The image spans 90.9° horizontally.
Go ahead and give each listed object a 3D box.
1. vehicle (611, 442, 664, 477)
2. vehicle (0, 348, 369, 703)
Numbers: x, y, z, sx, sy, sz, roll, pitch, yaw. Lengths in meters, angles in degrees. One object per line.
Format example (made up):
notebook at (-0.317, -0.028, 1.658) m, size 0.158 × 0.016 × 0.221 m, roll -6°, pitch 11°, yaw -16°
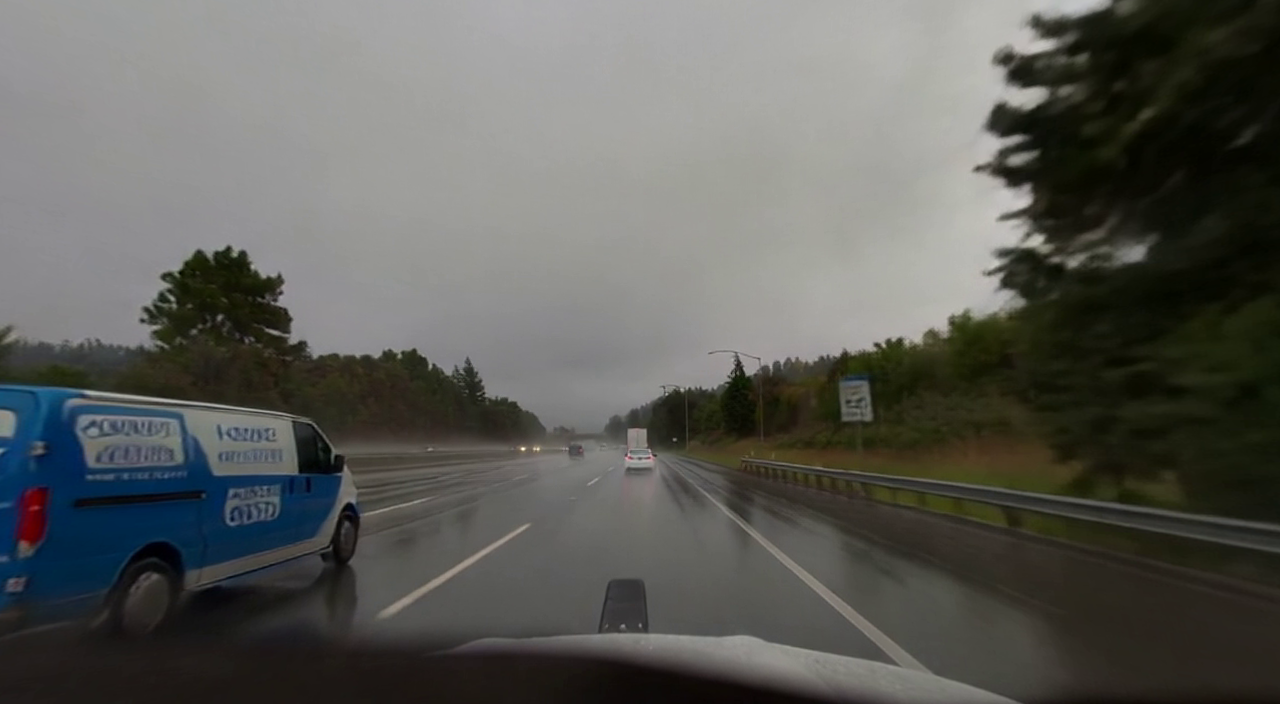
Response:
vehicle at (-0.091, 4.869, 28.747) m, size 2.238 × 1.479 × 3.672 m, roll 0°, pitch -9°, yaw 1°
vehicle at (-4.378, 1.183, 4.994) m, size 2.174 × 1.862 × 5.012 m, roll 0°, pitch -9°, yaw 1°
